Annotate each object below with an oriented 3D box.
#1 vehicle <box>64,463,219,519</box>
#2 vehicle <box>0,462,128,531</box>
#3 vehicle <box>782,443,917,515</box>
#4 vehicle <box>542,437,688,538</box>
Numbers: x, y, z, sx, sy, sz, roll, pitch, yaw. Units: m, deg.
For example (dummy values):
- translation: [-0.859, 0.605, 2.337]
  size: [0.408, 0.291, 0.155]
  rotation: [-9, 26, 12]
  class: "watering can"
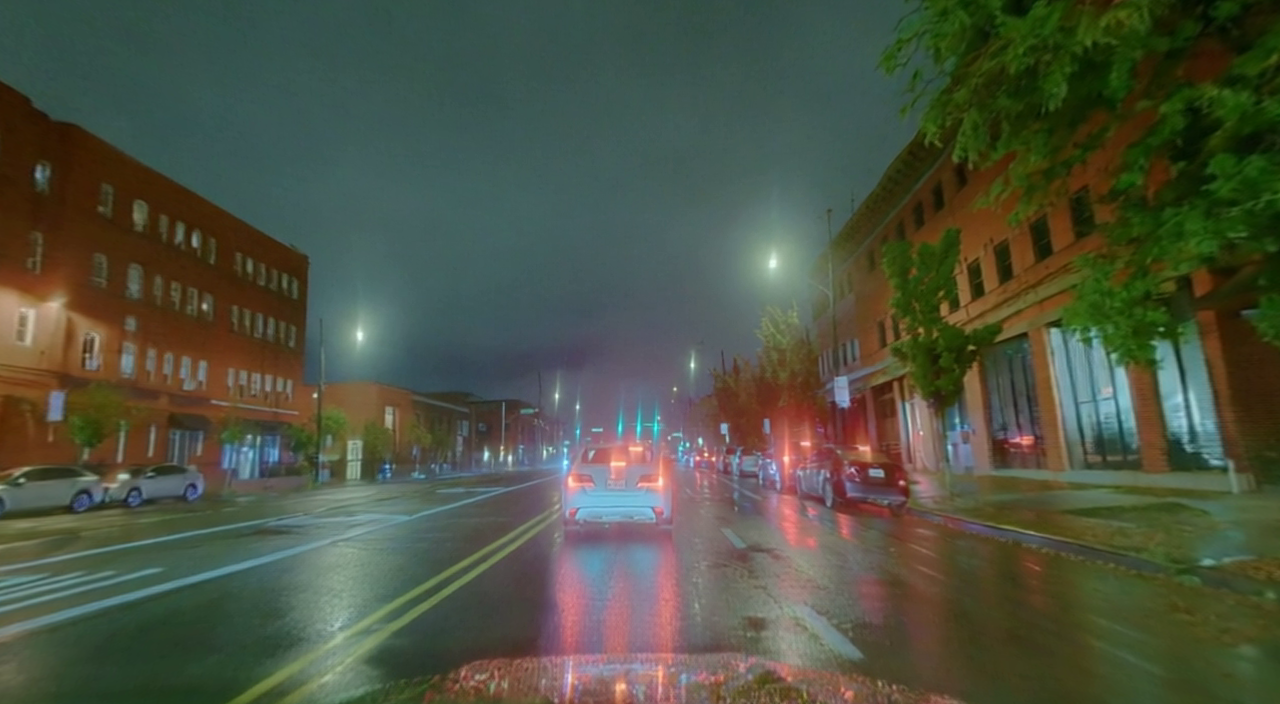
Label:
- translation: [-18.013, 5.002, 23.110]
  size: [2.011, 1.727, 4.449]
  rotation: [1, -9, 0]
  class: "vehicle"
- translation: [-17.613, 4.068, 18.054]
  size: [1.909, 1.658, 4.559]
  rotation: [0, -9, 1]
  class: "vehicle"
- translation: [4.918, 3.012, 15.455]
  size: [1.832, 1.491, 4.054]
  rotation: [1, -9, -1]
  class: "vehicle"
- translation: [-0.383, 2.399, 11.754]
  size: [2.230, 1.518, 4.113]
  rotation: [0, -9, 0]
  class: "vehicle"
